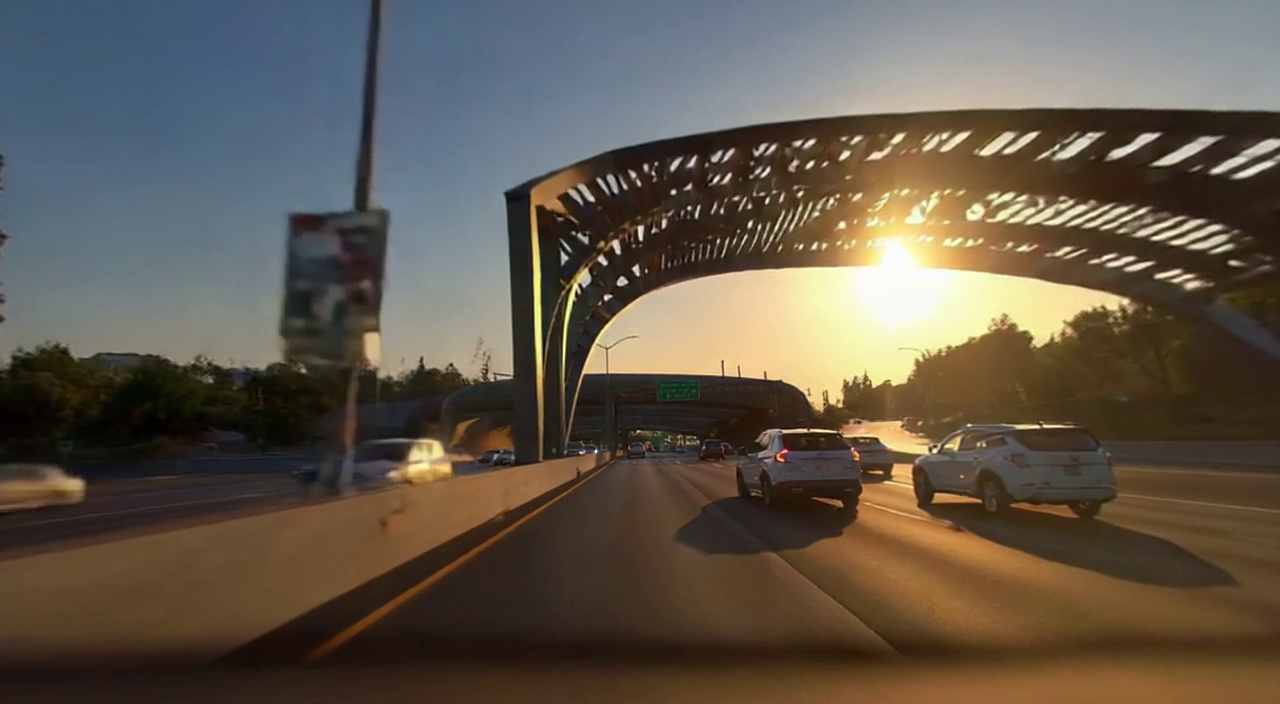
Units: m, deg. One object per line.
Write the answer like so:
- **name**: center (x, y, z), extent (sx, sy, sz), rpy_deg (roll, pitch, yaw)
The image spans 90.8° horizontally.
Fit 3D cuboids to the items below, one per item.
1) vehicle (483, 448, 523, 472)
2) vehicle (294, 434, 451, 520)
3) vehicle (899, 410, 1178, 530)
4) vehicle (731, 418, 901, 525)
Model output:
- **vehicle**: center (-9.392, 7.405, 43.507), extent (1.922, 1.523, 3.645), rpy_deg (0, -8, 0)
- **vehicle**: center (-5.727, 2.691, 14.110), extent (1.827, 1.619, 3.866), rpy_deg (0, -9, -1)
- **vehicle**: center (7.072, 2.160, 12.102), extent (2.040, 1.801, 4.959), rpy_deg (0, -9, -1)
- **vehicle**: center (3.177, 2.268, 12.478), extent (2.059, 1.711, 4.302), rpy_deg (0, -9, 0)
